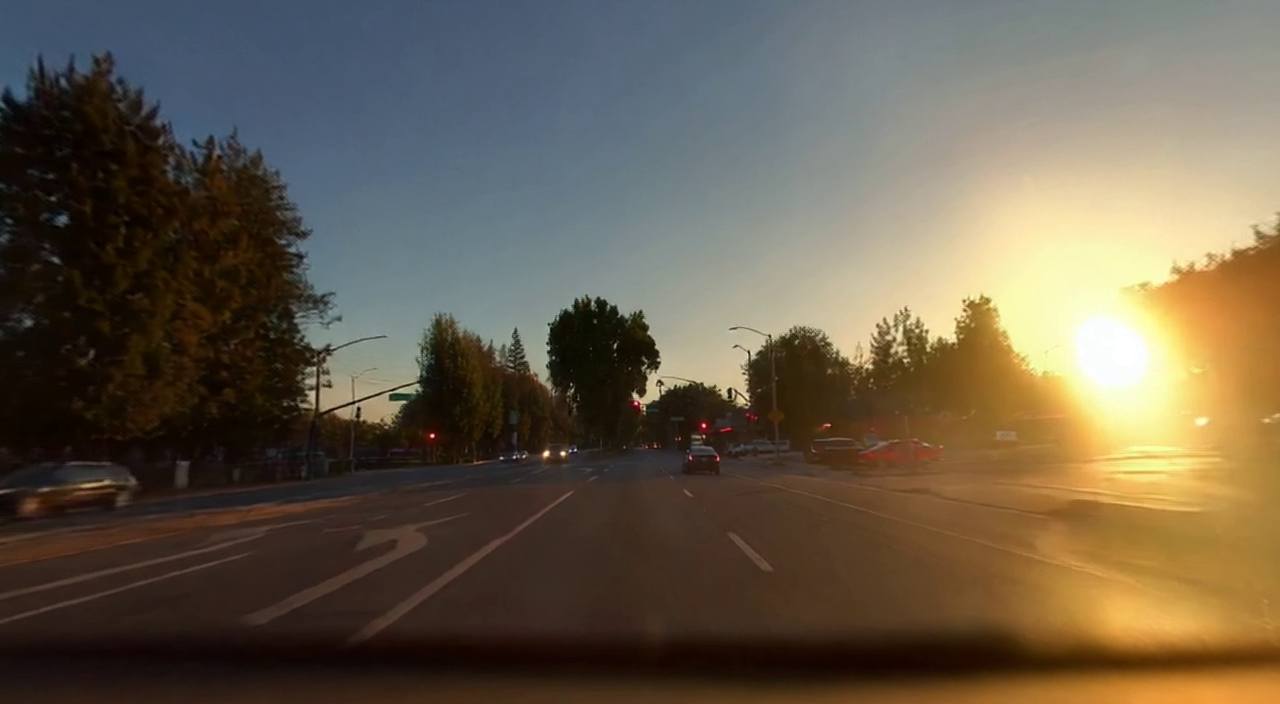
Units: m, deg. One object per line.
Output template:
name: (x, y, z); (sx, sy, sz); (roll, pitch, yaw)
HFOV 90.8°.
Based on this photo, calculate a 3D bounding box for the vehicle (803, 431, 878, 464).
vehicle: (13.262, 6.271, 41.604); (5.115, 1.997, 2.279); (6, -11, -42)

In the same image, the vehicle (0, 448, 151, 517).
vehicle: (-18.588, 4.067, 20.303); (2.026, 1.885, 4.539); (0, -8, 0)

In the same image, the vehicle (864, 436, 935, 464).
vehicle: (14.877, 5.606, 36.224); (3.552, 1.484, 1.883); (4, -9, -29)

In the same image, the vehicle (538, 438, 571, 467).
vehicle: (-6.586, 7.637, 48.187); (2.270, 2.068, 5.517); (1, -8, -10)

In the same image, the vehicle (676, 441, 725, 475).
vehicle: (3.008, 5.334, 32.121); (1.961, 1.580, 4.020); (0, -8, -2)
